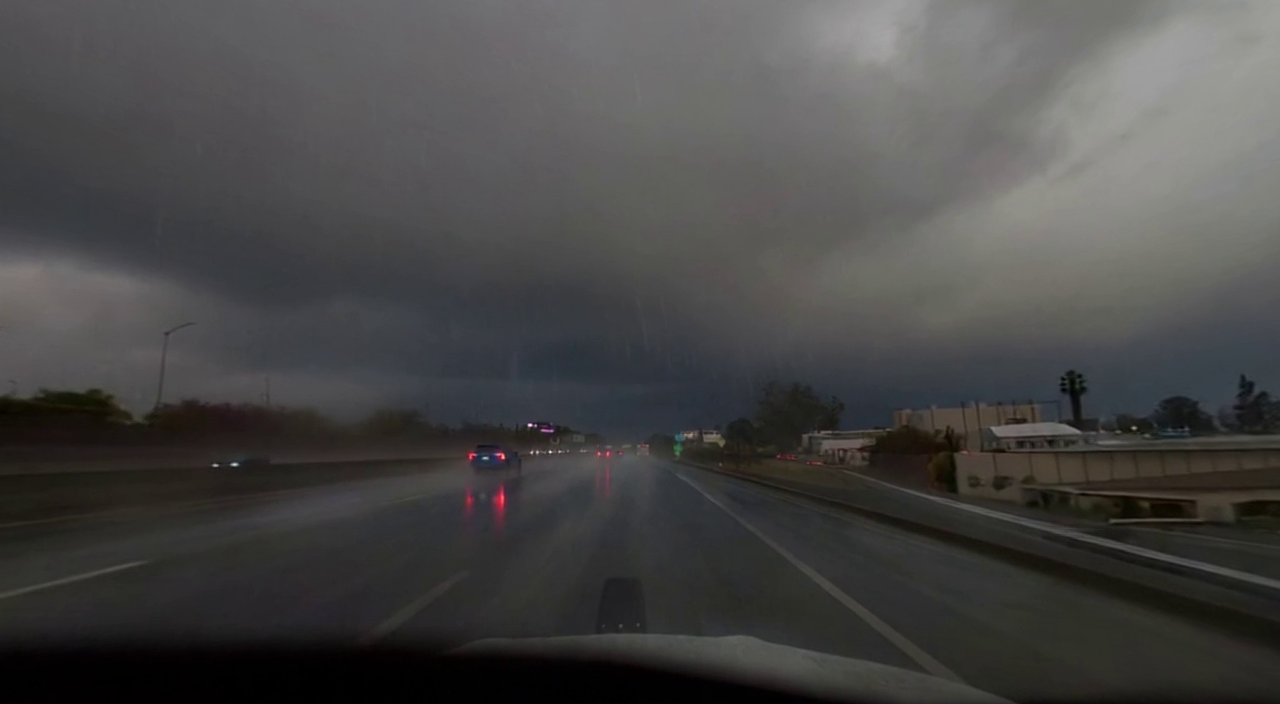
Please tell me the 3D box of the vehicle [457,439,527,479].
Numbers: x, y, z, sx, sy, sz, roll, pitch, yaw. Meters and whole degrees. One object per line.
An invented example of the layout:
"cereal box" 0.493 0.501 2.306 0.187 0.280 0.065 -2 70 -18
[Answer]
"vehicle" -6.893 5.029 29.893 2.055 1.683 4.804 0 -9 1

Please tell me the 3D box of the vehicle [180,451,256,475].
"vehicle" -28.501 7.487 42.727 1.881 1.524 4.579 0 -9 1
